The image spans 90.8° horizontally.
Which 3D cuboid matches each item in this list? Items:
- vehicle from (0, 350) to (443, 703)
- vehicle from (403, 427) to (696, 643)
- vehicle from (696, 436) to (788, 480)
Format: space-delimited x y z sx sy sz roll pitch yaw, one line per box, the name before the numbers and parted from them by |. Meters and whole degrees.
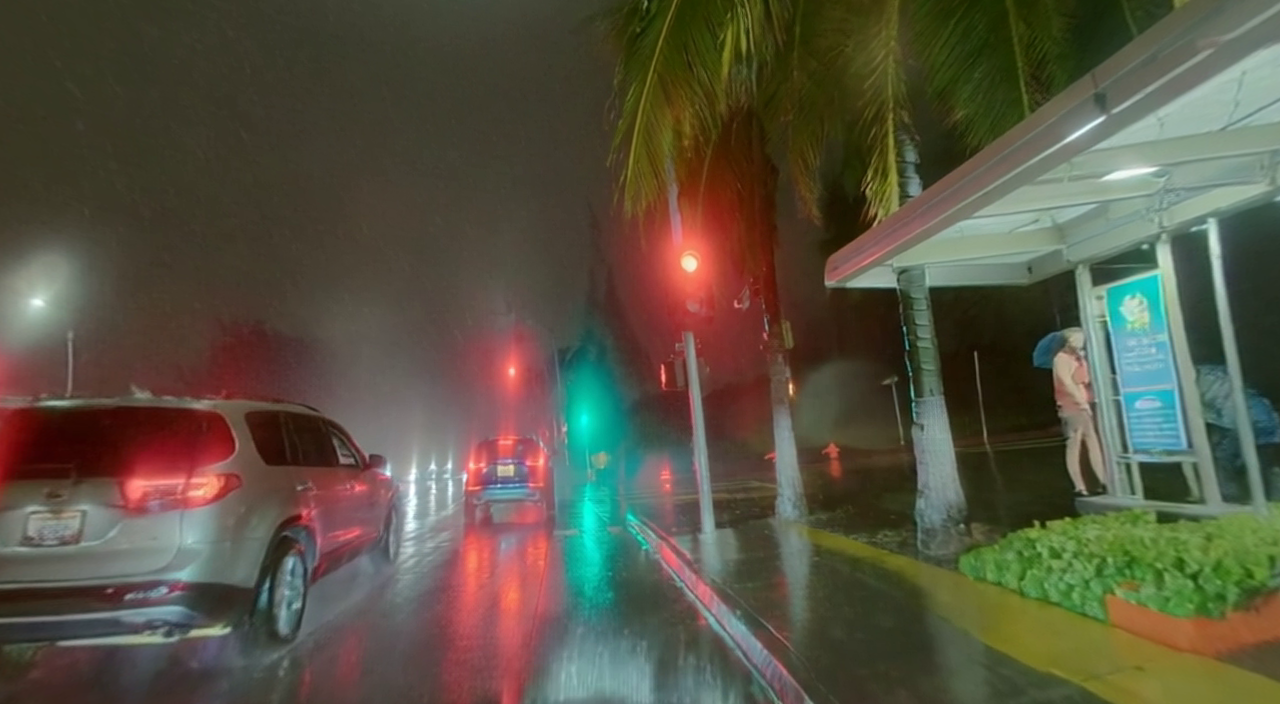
vehicle | -3.146 1.249 5.279 2.098 1.851 4.571 1 -9 -8
vehicle | -0.969 1.607 6.702 2.065 1.467 4.289 1 -9 -10
vehicle | 5.091 5.305 31.756 3.986 1.636 1.903 6 -2 -12
